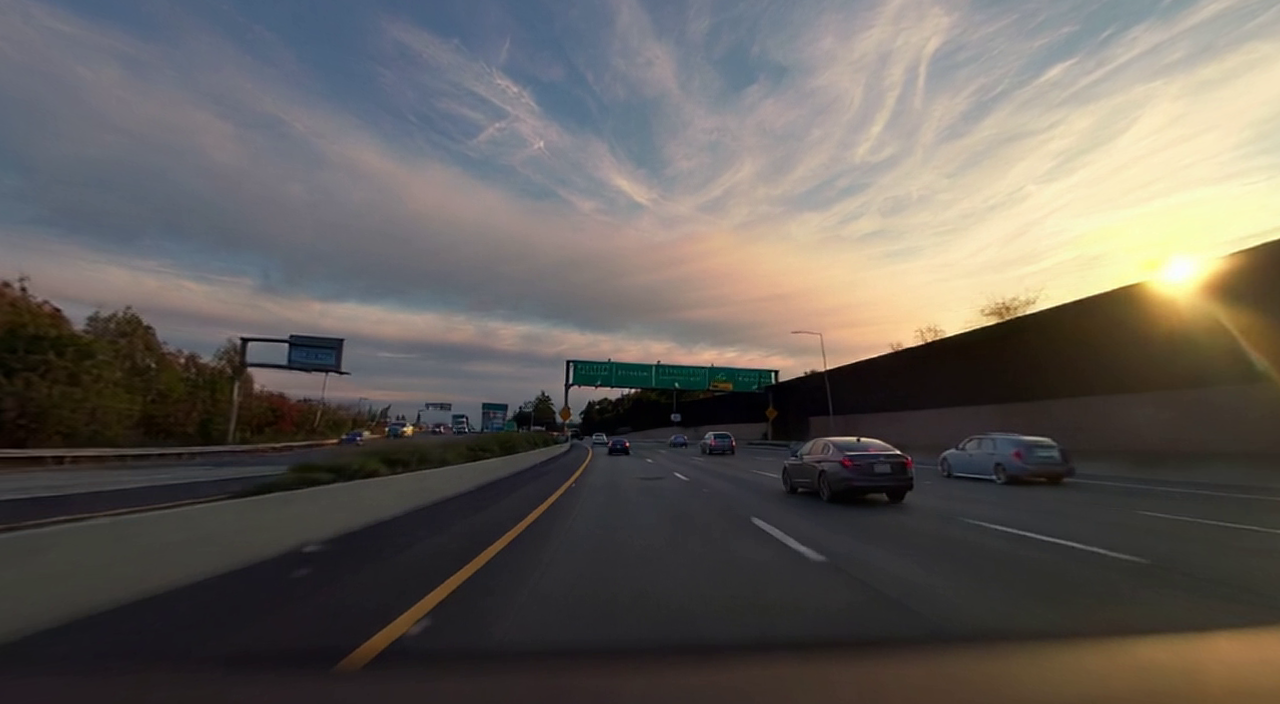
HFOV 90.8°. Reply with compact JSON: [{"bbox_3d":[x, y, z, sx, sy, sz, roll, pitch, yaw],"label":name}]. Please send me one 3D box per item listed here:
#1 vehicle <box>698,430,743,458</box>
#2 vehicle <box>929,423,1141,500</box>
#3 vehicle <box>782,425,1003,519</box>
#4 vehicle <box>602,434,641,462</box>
[{"bbox_3d":[5.097,5.926,40.653,2.094,1.652,3.955,1,-8,-5],"label":"vehicle"},{"bbox_3d":[9.488,2.679,15.807,2.056,1.609,4.761,1,-8,-3],"label":"vehicle"},{"bbox_3d":[4.611,2.283,12.561,2.196,1.494,4.735,1,-8,-4],"label":"vehicle"},{"bbox_3d":[-1.137,5.636,37.254,2.090,1.510,4.280,1,-8,-4],"label":"vehicle"}]
